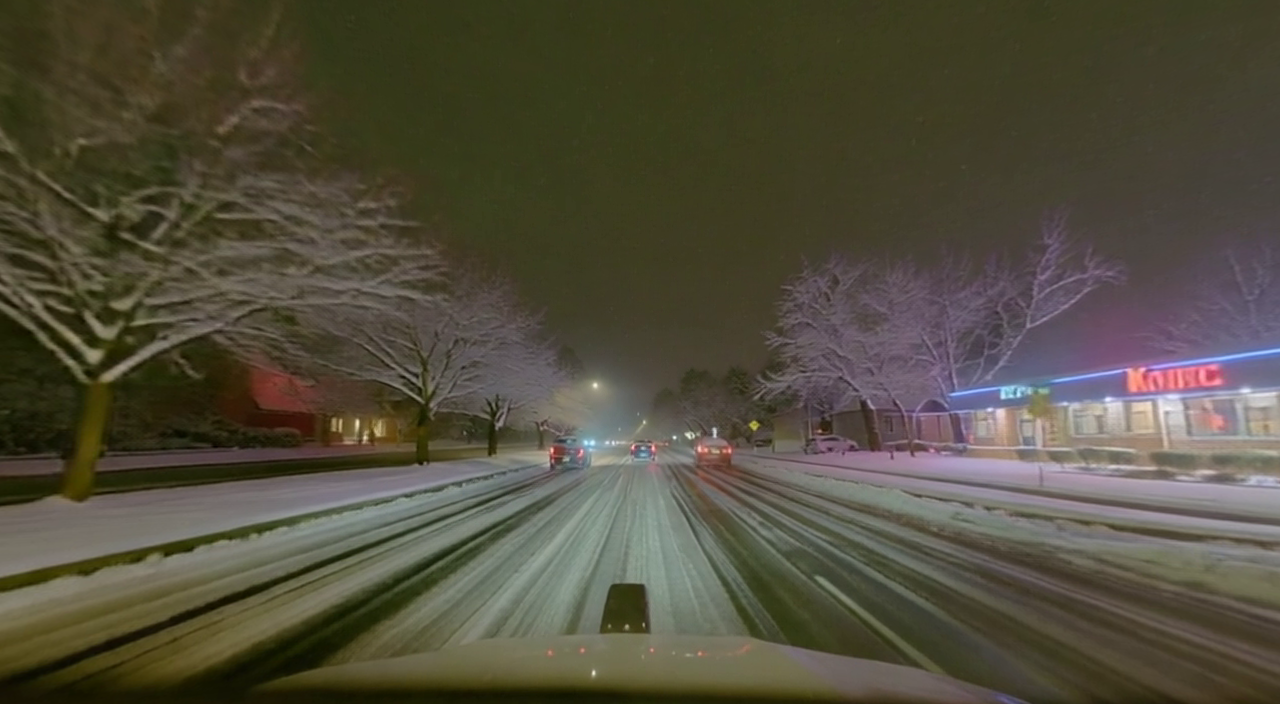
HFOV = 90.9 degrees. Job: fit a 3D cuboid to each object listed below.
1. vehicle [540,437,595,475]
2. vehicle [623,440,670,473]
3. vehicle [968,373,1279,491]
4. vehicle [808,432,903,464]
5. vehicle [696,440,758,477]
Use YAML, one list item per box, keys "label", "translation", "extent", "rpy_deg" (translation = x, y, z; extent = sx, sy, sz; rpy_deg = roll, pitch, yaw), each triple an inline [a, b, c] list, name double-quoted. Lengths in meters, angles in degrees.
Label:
- label: "vehicle"
  translation: [-3.255, 4.765, 29.106]
  extent: [1.995, 1.607, 4.086]
  rpy_deg: [0, -8, 1]
- label: "vehicle"
  translation: [0.283, 4.998, 30.377]
  extent: [2.059, 1.477, 4.216]
  rpy_deg: [0, -8, 0]
- label: "vehicle"
  translation: [14.680, 2.383, 18.382]
  extent: [8.343, 3.028, 3.002]
  rpy_deg: [-1, -10, 3]
- label: "vehicle"
  translation: [13.503, 6.082, 39.796]
  extent: [5.144, 1.834, 2.188]
  rpy_deg: [-2, -9, 2]
- label: "vehicle"
  translation: [3.730, 4.664, 27.824]
  extent: [2.012, 1.462, 4.400]
  rpy_deg: [0, -8, -1]
